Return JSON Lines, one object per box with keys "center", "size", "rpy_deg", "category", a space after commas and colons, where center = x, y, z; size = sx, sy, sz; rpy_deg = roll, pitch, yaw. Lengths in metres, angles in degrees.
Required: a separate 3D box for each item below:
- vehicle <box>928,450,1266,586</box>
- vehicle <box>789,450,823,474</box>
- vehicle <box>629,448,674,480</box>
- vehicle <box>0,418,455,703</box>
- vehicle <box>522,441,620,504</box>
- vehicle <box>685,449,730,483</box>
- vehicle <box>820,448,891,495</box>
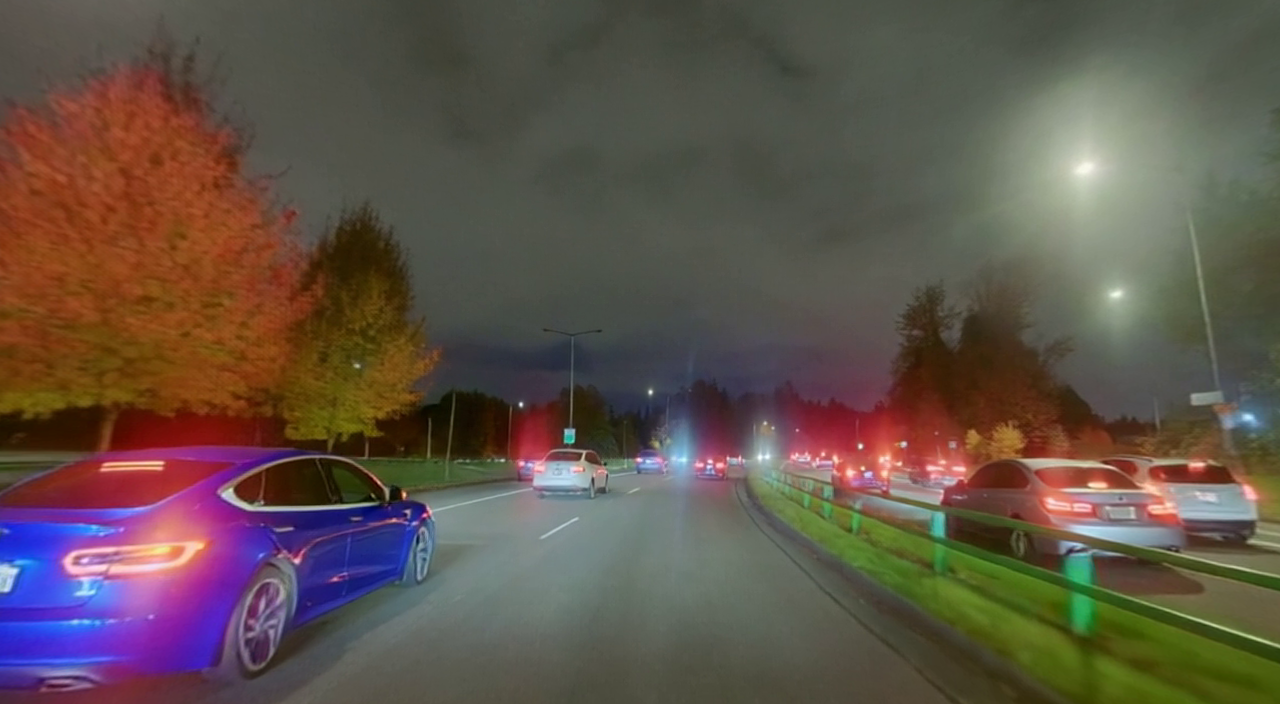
{"center": [6.431, 2.309, 9.786], "size": [1.869, 1.516, 4.753], "rpy_deg": [0, -9, 3], "category": "vehicle"}
{"center": [12.099, 7.982, 46.034], "size": [1.890, 1.610, 4.045], "rpy_deg": [-1, -9, 8], "category": "vehicle"}
{"center": [0.716, 6.336, 35.955], "size": [1.930, 1.635, 4.260], "rpy_deg": [-1, -9, 9], "category": "vehicle"}
{"center": [-3.159, 1.367, 4.948], "size": [1.921, 1.503, 4.317], "rpy_deg": [0, -9, 2], "category": "vehicle"}
{"center": [-1.954, 3.595, 19.336], "size": [1.979, 1.663, 4.513], "rpy_deg": [-1, -9, 7], "category": "vehicle"}
{"center": [3.446, 5.648, 31.535], "size": [2.015, 1.506, 4.276], "rpy_deg": [-1, -9, 9], "category": "vehicle"}
{"center": [8.335, 4.617, 24.754], "size": [1.768, 1.634, 4.064], "rpy_deg": [0, -9, 6], "category": "vehicle"}
